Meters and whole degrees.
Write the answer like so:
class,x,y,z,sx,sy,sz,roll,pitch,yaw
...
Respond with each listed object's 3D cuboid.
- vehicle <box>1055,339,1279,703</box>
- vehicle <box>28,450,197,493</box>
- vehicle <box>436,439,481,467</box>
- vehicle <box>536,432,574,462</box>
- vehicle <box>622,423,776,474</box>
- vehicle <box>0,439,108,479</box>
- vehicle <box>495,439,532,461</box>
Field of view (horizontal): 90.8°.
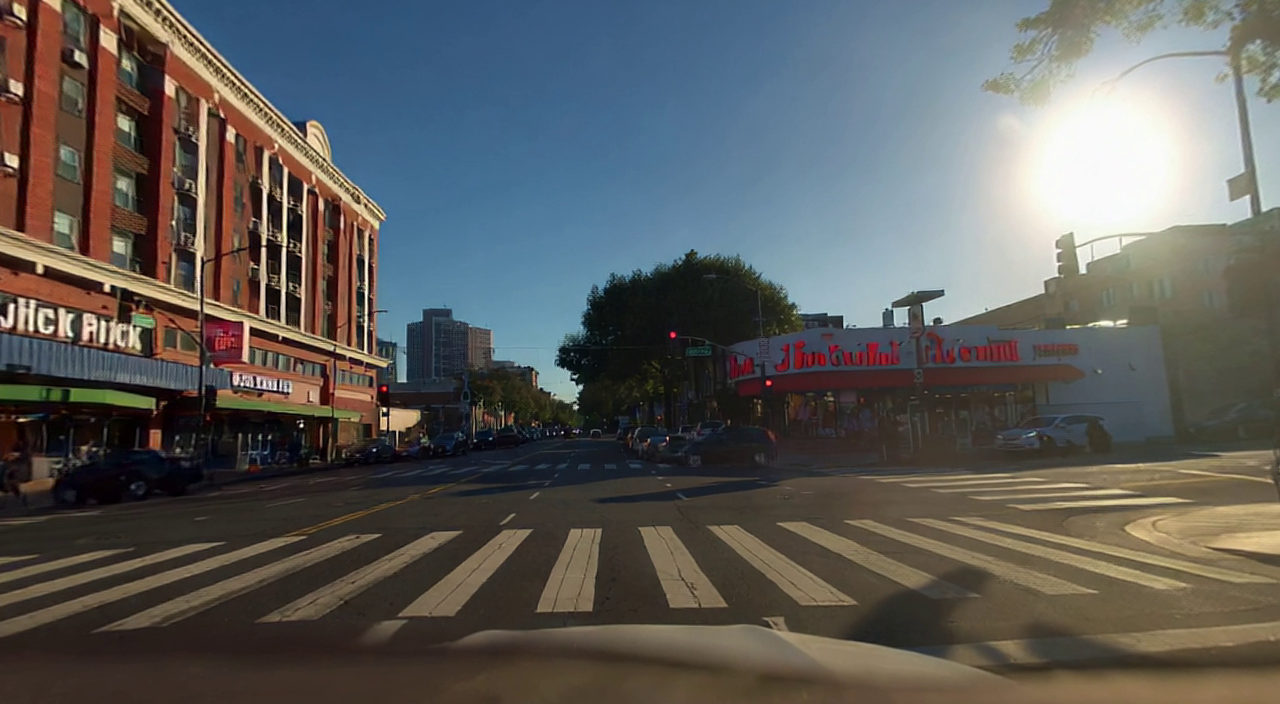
class,x,y,z,sx,sy,sz,roll,pitch,yaw
vehicle,3.016,0.615,0.875,1.866,1.654,4.354,0,-8,0
vehicle,-19.473,4.400,23.509,4.475,1.458,1.681,1,-9,-8
vehicle,-10.890,6.098,38.212,1.885,1.545,4.124,1,-8,-6
vehicle,-5.137,5.805,38.651,1.976,1.683,4.117,0,-8,-4
vehicle,1.842,3.107,20.406,4.612,1.521,1.811,1,-9,-10
vehicle,-31.535,5.619,33.551,2.205,1.903,5.877,1,-9,-10
vehicle,-8.636,6.726,43.486,1.906,1.402,4.904,0,-8,-5
